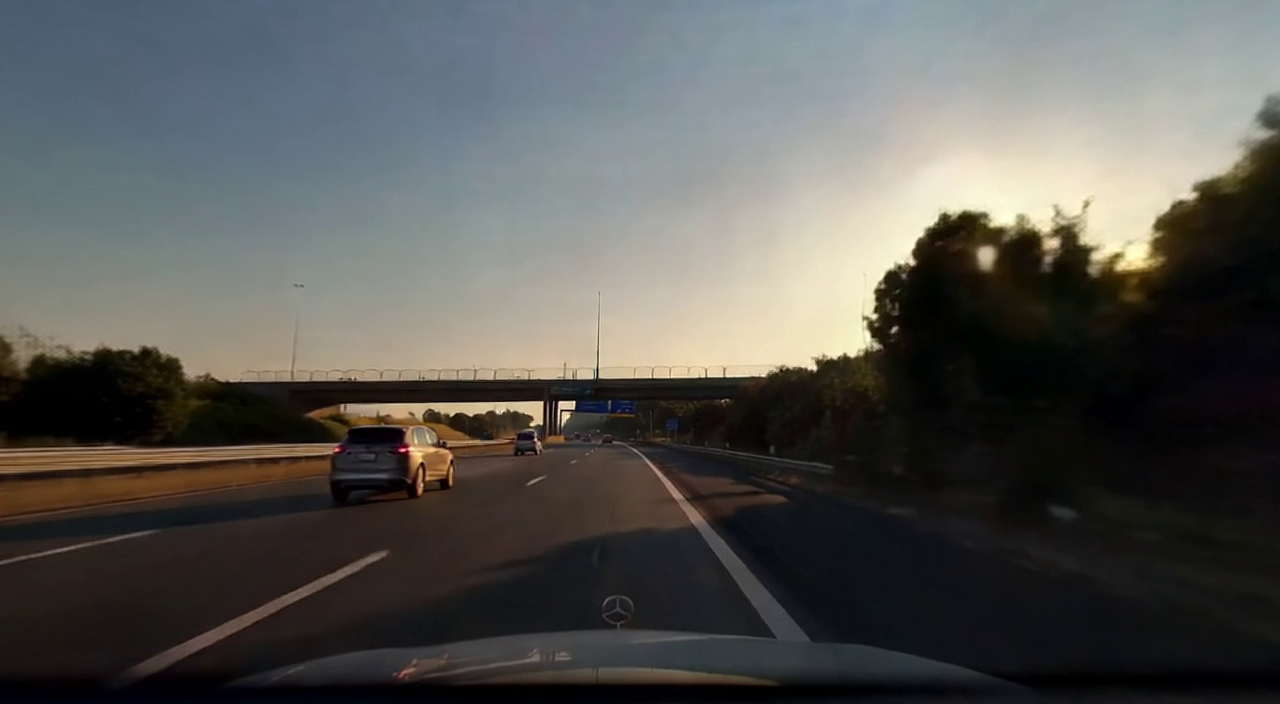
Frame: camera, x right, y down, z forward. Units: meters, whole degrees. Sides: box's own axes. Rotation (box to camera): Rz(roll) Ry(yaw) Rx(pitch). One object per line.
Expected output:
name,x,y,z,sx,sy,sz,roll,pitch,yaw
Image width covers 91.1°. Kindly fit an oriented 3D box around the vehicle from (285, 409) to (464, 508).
vehicle,-5.250,2.156,13.153,2.007,1.727,4.040,0,-8,-1
